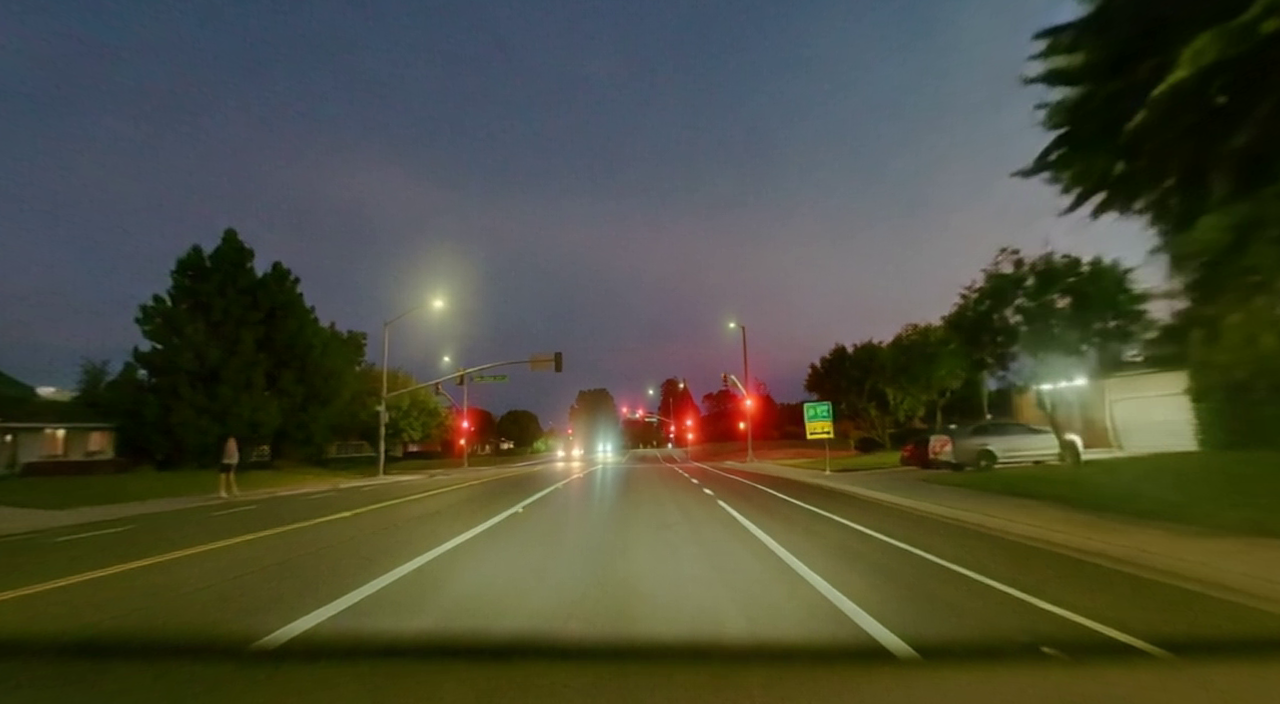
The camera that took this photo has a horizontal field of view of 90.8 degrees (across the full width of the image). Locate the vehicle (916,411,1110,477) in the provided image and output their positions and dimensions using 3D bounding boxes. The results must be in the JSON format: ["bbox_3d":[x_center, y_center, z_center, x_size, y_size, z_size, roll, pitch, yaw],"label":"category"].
[{"bbox_3d":[10.772,2.691,18.496,4.423,1.779,1.883,0,-8,0],"label":"vehicle"}]
